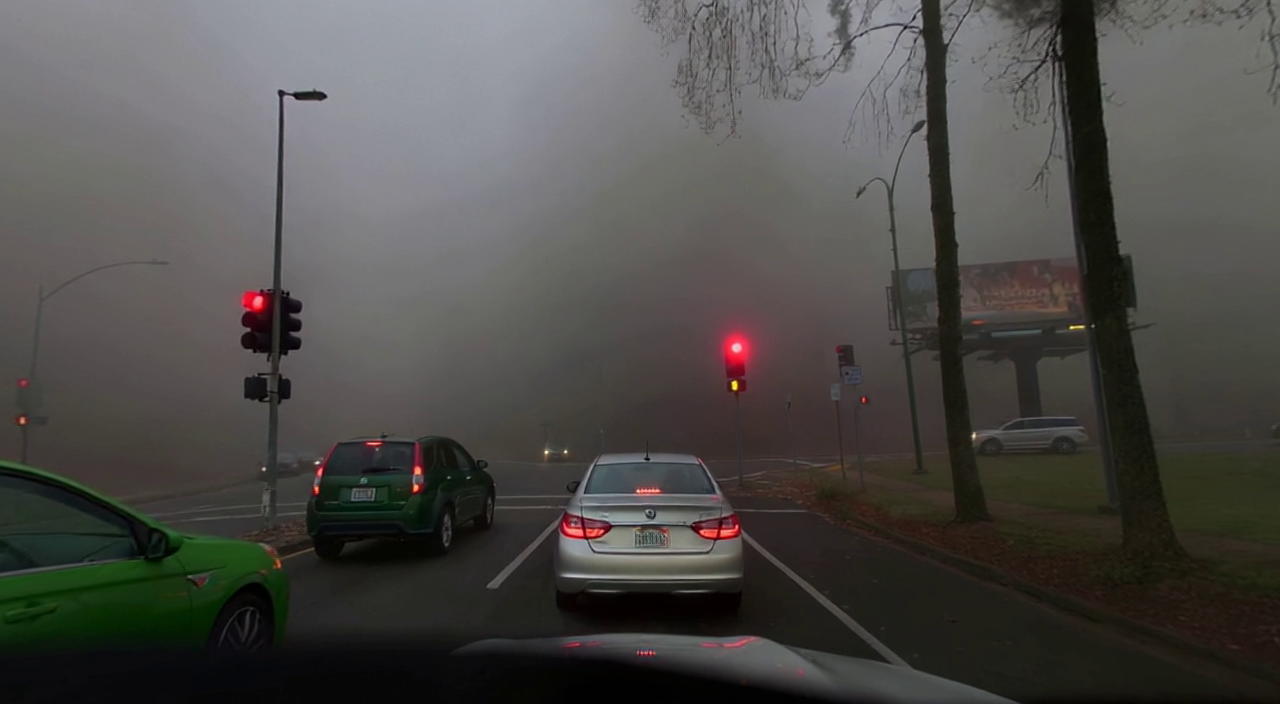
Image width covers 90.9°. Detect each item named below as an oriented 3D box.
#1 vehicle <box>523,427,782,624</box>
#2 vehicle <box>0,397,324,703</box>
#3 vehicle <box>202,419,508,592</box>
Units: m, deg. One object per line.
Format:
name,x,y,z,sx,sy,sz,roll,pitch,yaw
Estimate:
vehicle,0.030,1.596,6.627,1.977,1.467,3.474,0,-9,-2
vehicle,-3.151,0.963,2.414,1.808,1.520,3.846,-1,-9,1
vehicle,-3.171,1.791,8.140,1.950,1.628,4.082,-1,-9,1
